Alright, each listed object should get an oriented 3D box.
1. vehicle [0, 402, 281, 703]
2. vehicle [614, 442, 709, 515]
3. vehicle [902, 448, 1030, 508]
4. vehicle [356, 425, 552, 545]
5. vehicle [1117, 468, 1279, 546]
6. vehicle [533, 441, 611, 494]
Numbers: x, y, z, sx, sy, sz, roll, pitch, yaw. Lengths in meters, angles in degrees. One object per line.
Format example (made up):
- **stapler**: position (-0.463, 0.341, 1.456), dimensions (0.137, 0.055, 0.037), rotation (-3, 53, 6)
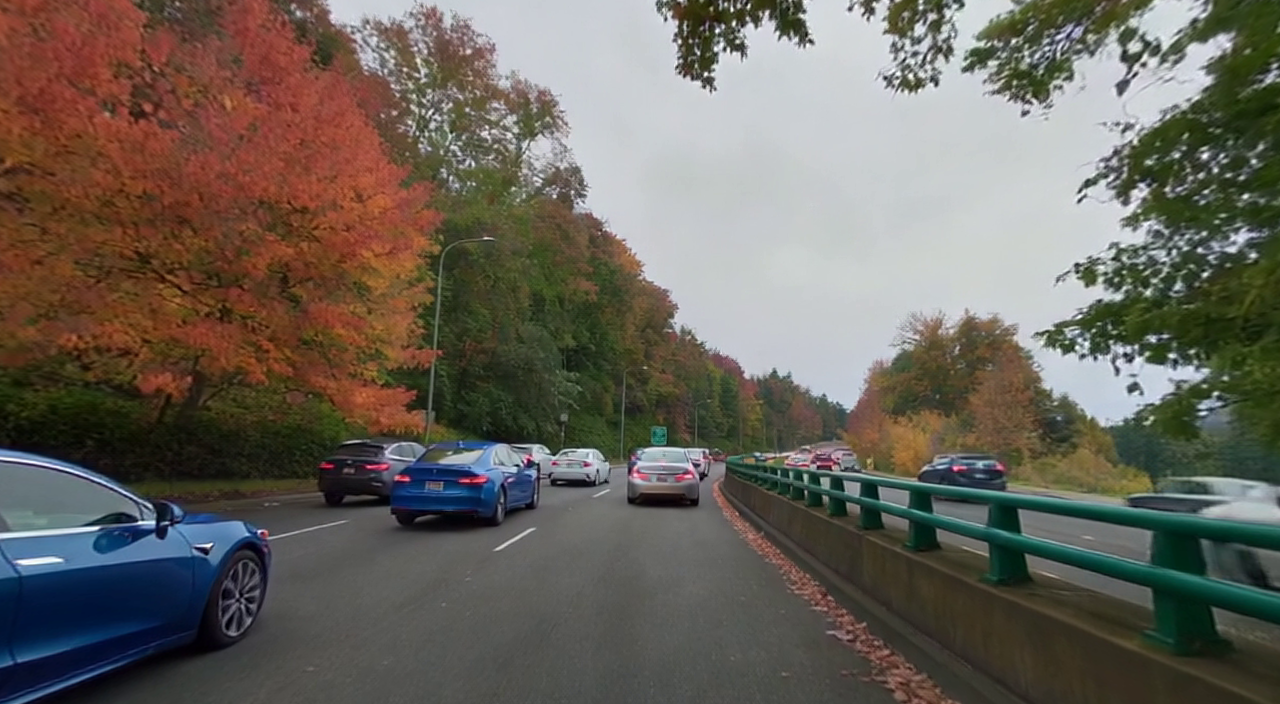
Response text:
- **vehicle**: position (-3.491, 0.898, 2.156), dimensions (1.921, 1.503, 4.317), rotation (0, -9, 1)
- **vehicle**: position (0.559, 3.009, 15.530), dimensions (2.015, 1.506, 4.276), rotation (0, -9, 3)
- **vehicle**: position (10.948, 4.226, 21.652), dimensions (2.121, 1.777, 4.755), rotation (0, -9, 4)
- **vehicle**: position (-2.958, 2.232, 11.236), dimensions (1.979, 1.663, 4.513), rotation (0, -9, 2)
- **vehicle**: position (14.369, 3.704, 15.565), dimensions (1.816, 1.481, 4.422), rotation (0, -9, 2)
- **vehicle**: position (-2.259, 3.975, 22.109), dimensions (1.930, 1.635, 4.260), rotation (0, -9, 4)
